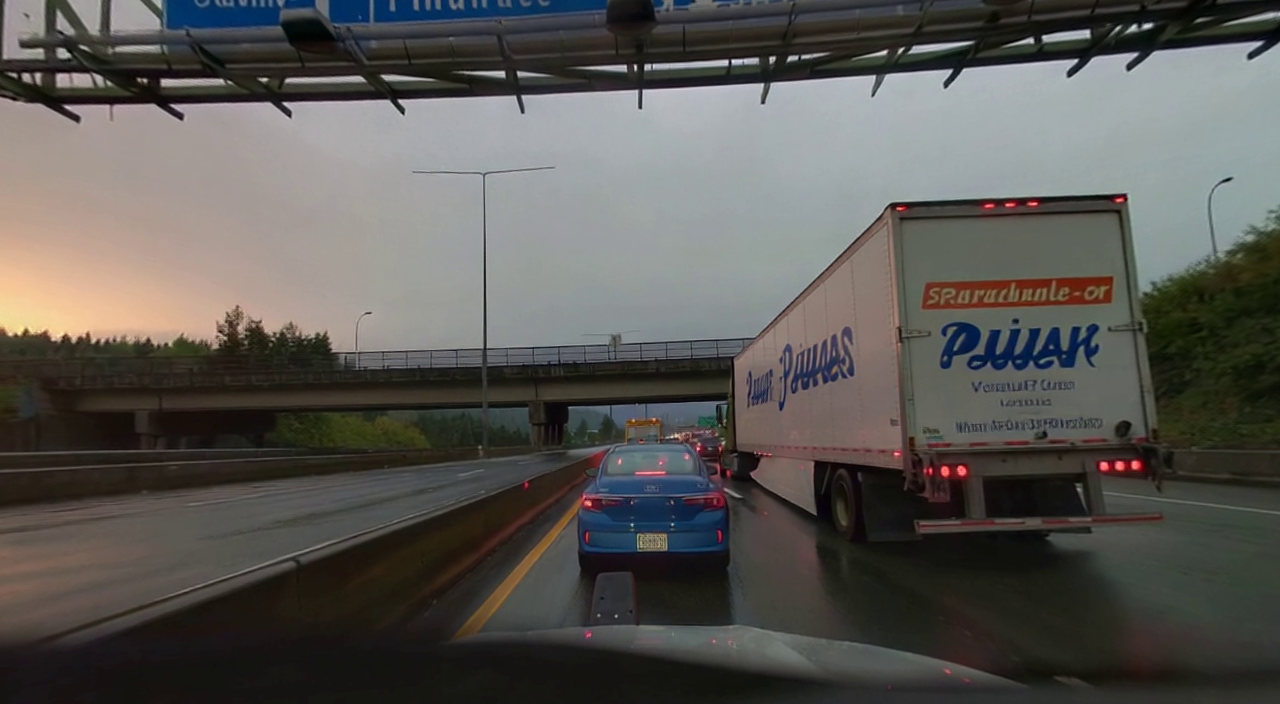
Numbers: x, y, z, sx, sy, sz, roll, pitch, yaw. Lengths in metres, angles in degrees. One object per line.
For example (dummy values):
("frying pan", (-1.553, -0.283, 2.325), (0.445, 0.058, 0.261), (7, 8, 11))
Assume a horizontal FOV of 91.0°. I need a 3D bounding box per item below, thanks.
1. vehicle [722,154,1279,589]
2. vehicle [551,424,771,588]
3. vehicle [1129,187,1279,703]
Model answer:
("vehicle", (4.216, 1.075, 12.980), (2.827, 4.081, 14.305), (0, -8, -1))
("vehicle", (0.184, 1.697, 7.747), (2.045, 1.490, 3.597), (-1, -8, 0))
("vehicle", (4.729, 0.124, 0.661), (2.892, 2.615, 6.650), (0, -8, -2))
